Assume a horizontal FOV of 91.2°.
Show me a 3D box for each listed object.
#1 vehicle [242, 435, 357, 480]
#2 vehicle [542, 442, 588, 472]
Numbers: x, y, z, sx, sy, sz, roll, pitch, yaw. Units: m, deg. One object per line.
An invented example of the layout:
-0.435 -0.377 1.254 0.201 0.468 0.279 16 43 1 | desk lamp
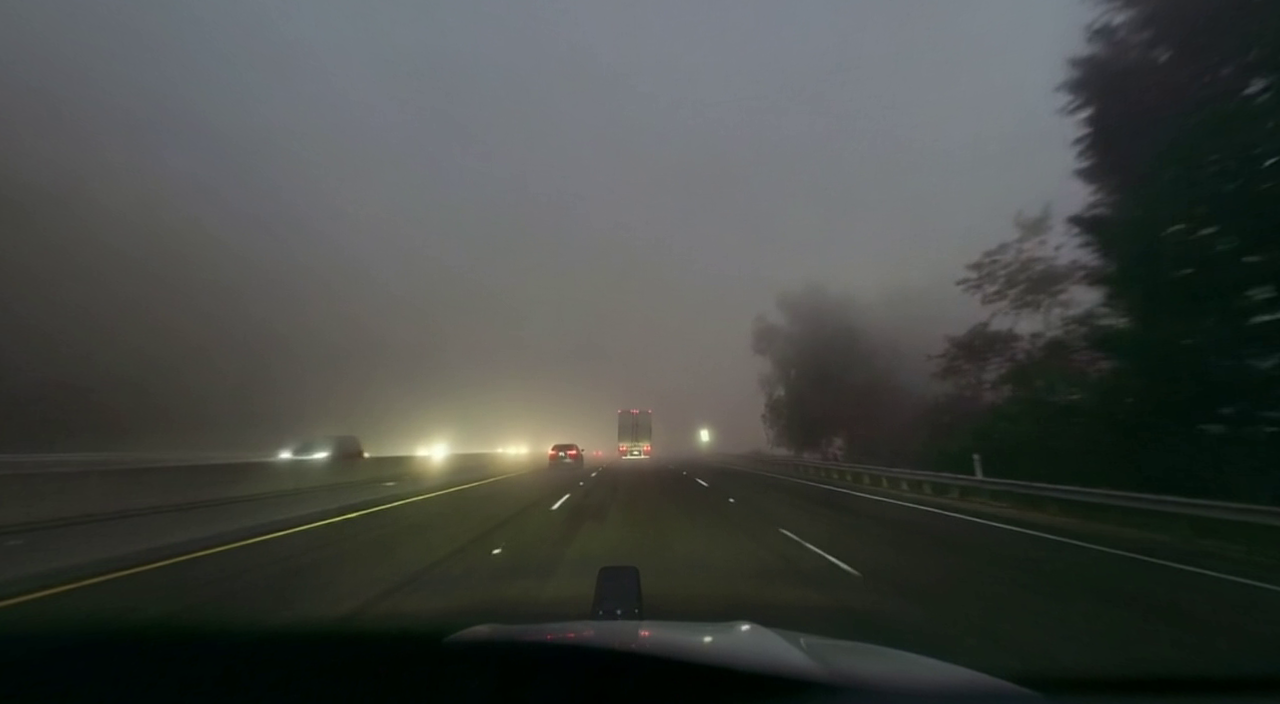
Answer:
-12.828 4.003 23.970 1.966 1.518 4.276 0 -9 0 | vehicle
-4.149 5.880 35.240 2.057 1.519 4.372 0 -9 0 | vehicle
